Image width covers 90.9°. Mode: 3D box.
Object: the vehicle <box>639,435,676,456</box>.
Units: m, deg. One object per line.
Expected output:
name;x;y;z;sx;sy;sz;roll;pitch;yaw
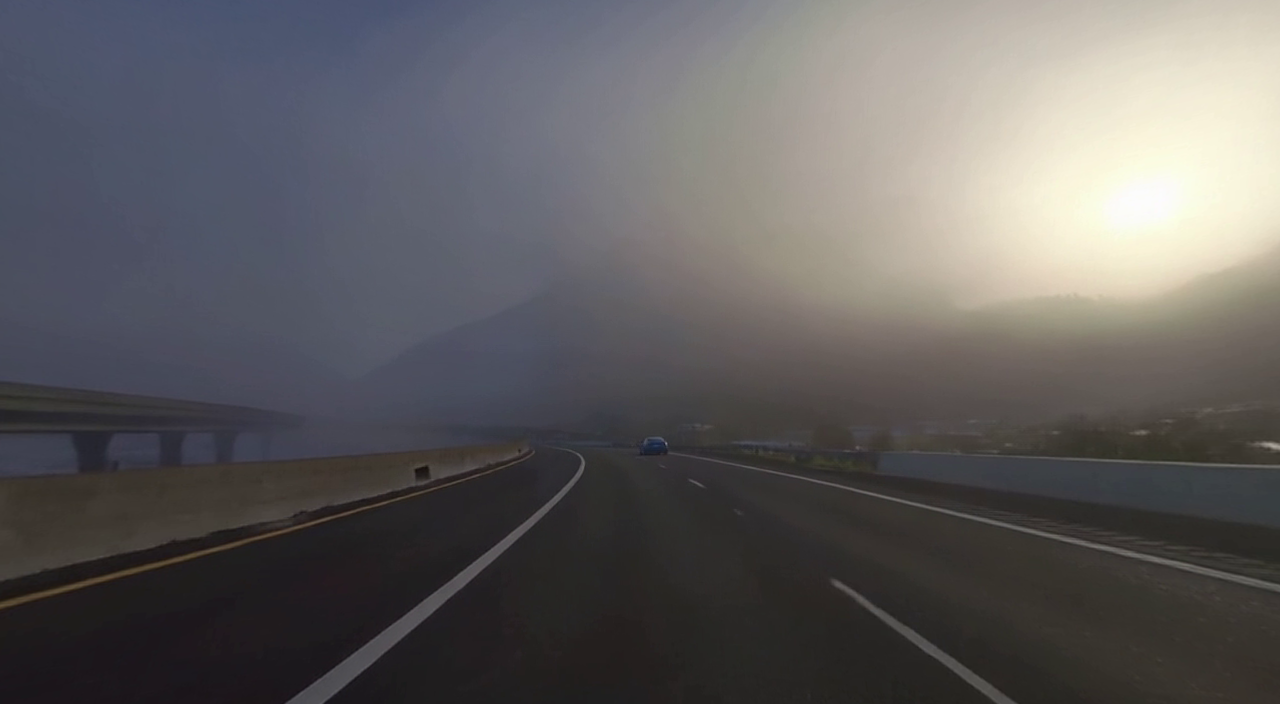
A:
vehicle;1.202;6.890;46.350;1.985;1.440;4.466;1;-8;-8
